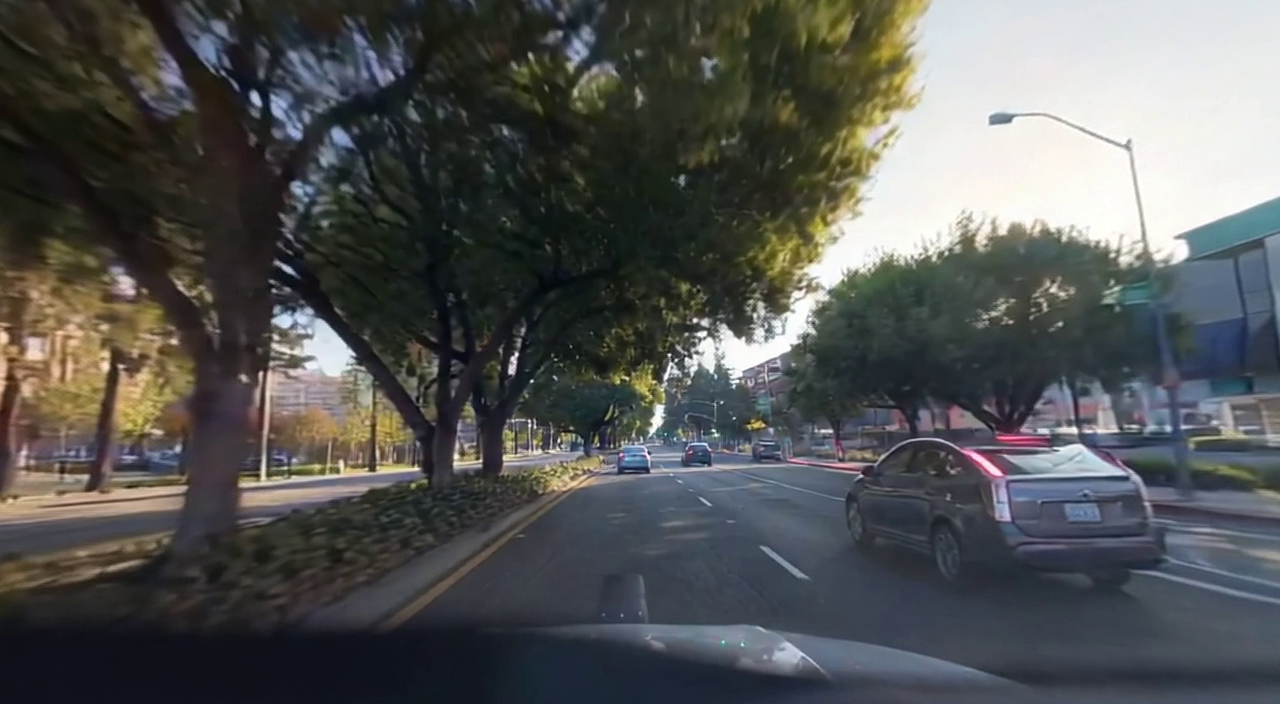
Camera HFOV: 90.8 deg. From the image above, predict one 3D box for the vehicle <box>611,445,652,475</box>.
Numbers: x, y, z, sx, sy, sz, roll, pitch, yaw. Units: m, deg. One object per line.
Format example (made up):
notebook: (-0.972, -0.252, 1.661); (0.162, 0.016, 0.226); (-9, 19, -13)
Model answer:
vehicle: (-0.439, 5.683, 33.374); (2.054, 1.446, 3.969); (0, -9, -1)

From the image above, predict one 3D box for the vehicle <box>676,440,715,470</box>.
vehicle: (3.435, 6.495, 39.935); (2.036, 1.757, 4.300); (0, -9, -1)

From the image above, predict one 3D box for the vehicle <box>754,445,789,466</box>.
vehicle: (10.116, 7.991, 48.784); (1.958, 1.529, 4.084); (0, -10, 3)

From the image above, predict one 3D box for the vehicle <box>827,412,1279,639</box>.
vehicle: (3.464, 1.488, 6.345); (1.937, 1.538, 3.832); (0, -9, -1)
